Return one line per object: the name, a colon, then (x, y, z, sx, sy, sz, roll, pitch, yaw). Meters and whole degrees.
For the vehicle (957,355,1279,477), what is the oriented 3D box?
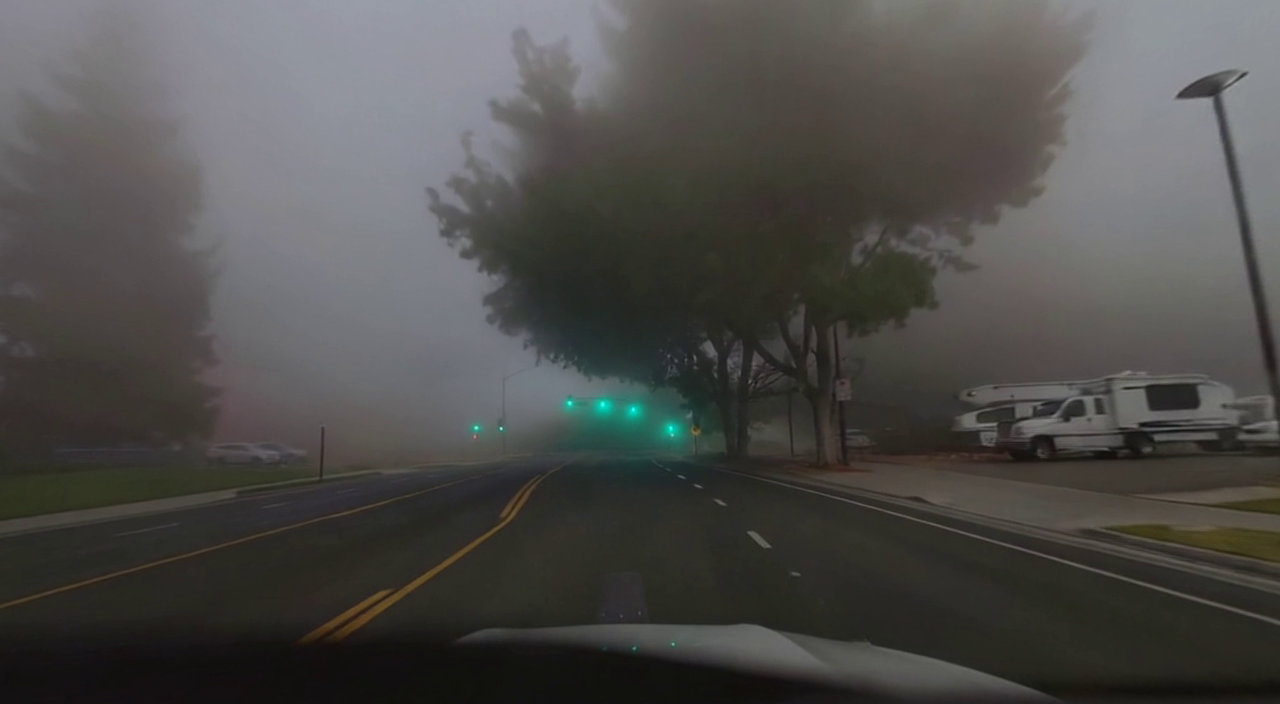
vehicle: (15.481, 1.953, 19.579, 9.549, 3.068, 3.049, -3, -7, -3)

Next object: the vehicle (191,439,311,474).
vehicle: (-24.800, 6.640, 40.439, 6.218, 2.056, 2.324, 0, -5, 1)
